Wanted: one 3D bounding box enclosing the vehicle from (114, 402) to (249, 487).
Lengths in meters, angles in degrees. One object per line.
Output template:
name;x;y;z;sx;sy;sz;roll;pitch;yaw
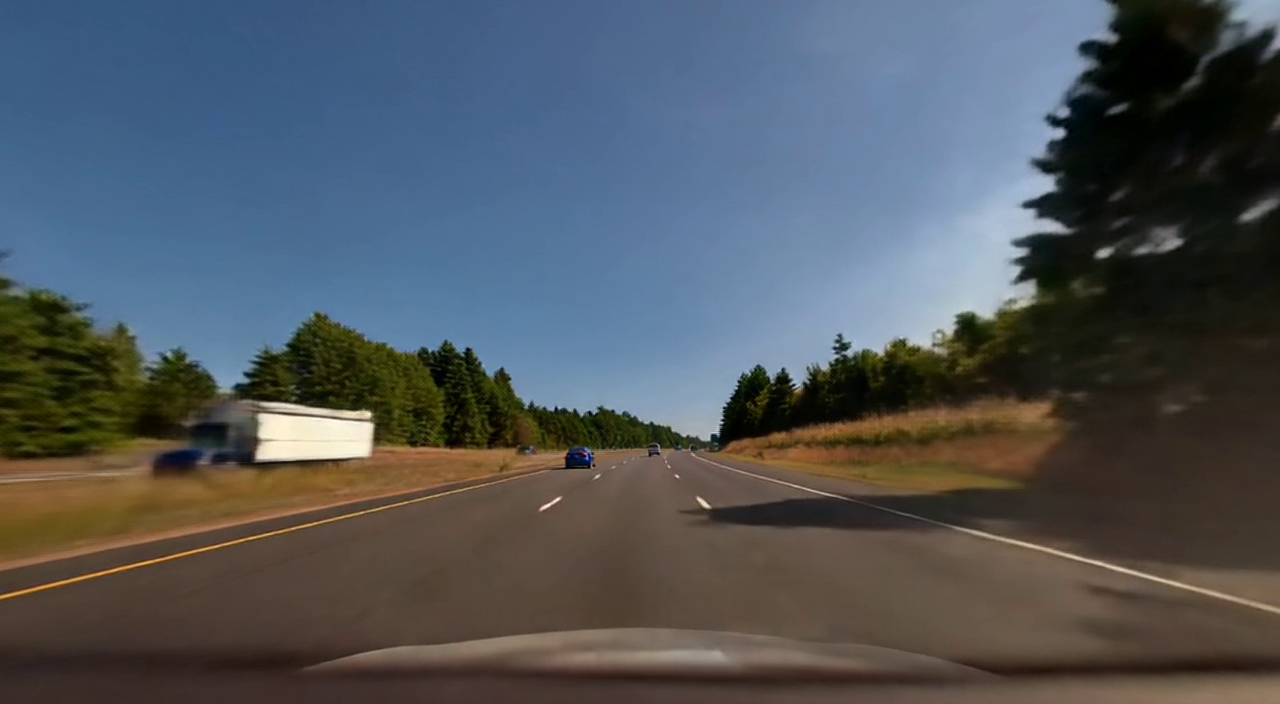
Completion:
vehicle;-19.786;4.025;27.428;3.344;3.469;2.977;0;-9;1

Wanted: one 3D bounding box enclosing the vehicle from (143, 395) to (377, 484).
vehicle;-19.679;4.961;34.932;3.557;3.870;14.807;0;-9;1

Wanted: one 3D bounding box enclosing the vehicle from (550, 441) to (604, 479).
vehicle;-2.809;4.945;29.021;1.959;1.571;4.313;0;-9;2
